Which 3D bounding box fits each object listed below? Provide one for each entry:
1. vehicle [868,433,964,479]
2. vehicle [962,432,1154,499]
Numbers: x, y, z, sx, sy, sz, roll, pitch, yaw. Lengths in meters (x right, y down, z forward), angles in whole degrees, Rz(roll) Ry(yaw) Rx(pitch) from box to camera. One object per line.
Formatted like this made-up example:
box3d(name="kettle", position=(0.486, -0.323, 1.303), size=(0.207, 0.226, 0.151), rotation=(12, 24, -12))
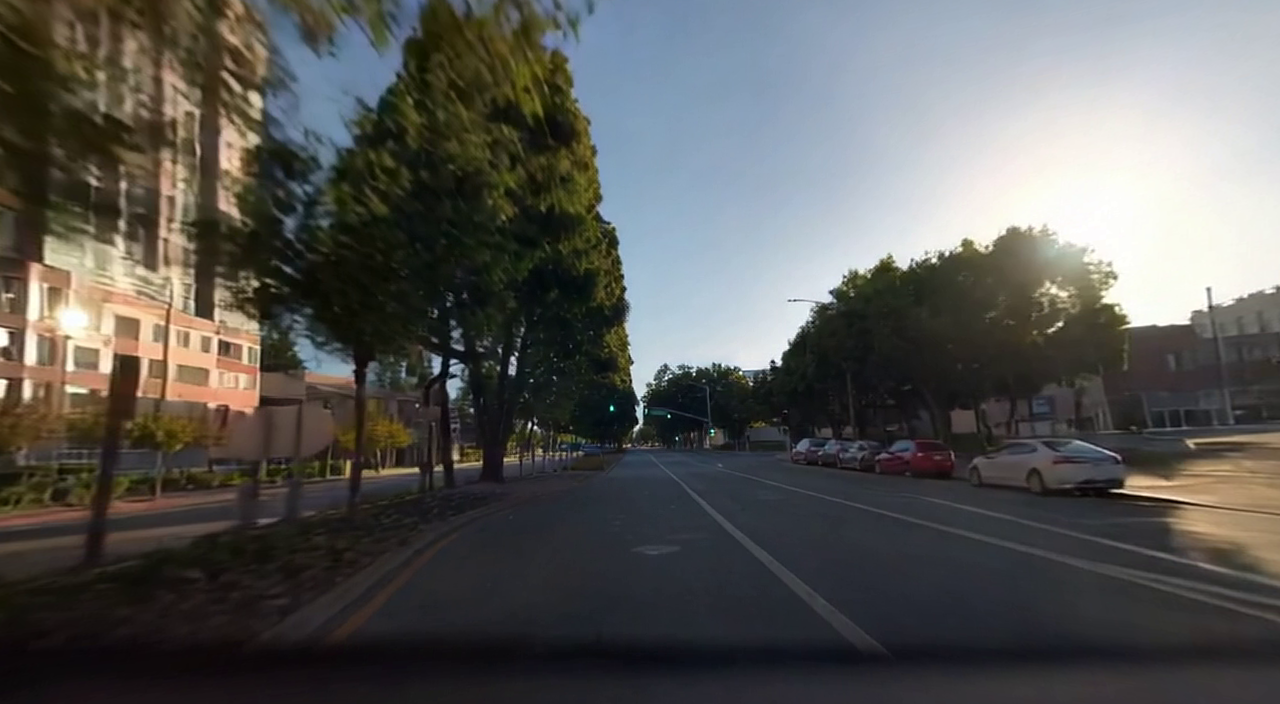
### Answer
box3d(name="vehicle", position=(10.525, 3.982, 24.418), size=(1.889, 1.631, 4.021), rotation=(0, -9, 1))
box3d(name="vehicle", position=(10.399, 2.849, 16.230), size=(1.956, 1.462, 4.306), rotation=(0, -8, 0))
